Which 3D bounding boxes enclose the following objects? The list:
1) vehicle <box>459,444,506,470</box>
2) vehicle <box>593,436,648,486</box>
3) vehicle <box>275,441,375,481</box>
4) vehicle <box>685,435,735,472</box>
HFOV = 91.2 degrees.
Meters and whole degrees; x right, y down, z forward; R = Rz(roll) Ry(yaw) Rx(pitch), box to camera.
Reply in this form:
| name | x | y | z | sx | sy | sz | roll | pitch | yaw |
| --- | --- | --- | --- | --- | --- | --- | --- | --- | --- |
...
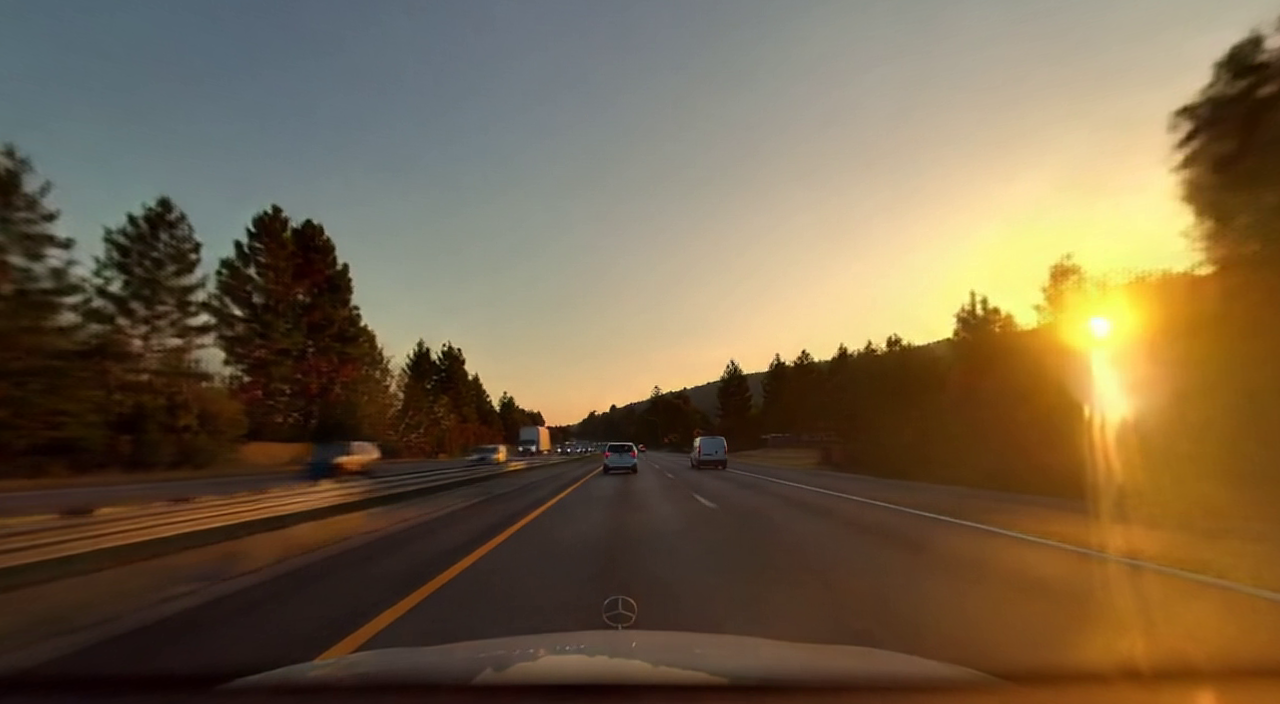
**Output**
| name | x | y | z | sx | sy | sz | roll | pitch | yaw |
| --- | --- | --- | --- | --- | --- | --- | --- | --- | --- |
| vehicle | -9.675 | 6.458 | 38.731 | 1.876 | 1.507 | 4.031 | 0 | -9 | -1 |
| vehicle | -0.719 | 4.180 | 24.317 | 1.963 | 1.711 | 4.284 | 0 | -9 | -1 |
| vehicle | -13.679 | 4.740 | 27.597 | 1.932 | 1.561 | 4.735 | 0 | -9 | 0 |
| vehicle | 3.832 | 5.667 | 35.213 | 2.179 | 1.930 | 4.538 | 0 | -9 | -1 |
